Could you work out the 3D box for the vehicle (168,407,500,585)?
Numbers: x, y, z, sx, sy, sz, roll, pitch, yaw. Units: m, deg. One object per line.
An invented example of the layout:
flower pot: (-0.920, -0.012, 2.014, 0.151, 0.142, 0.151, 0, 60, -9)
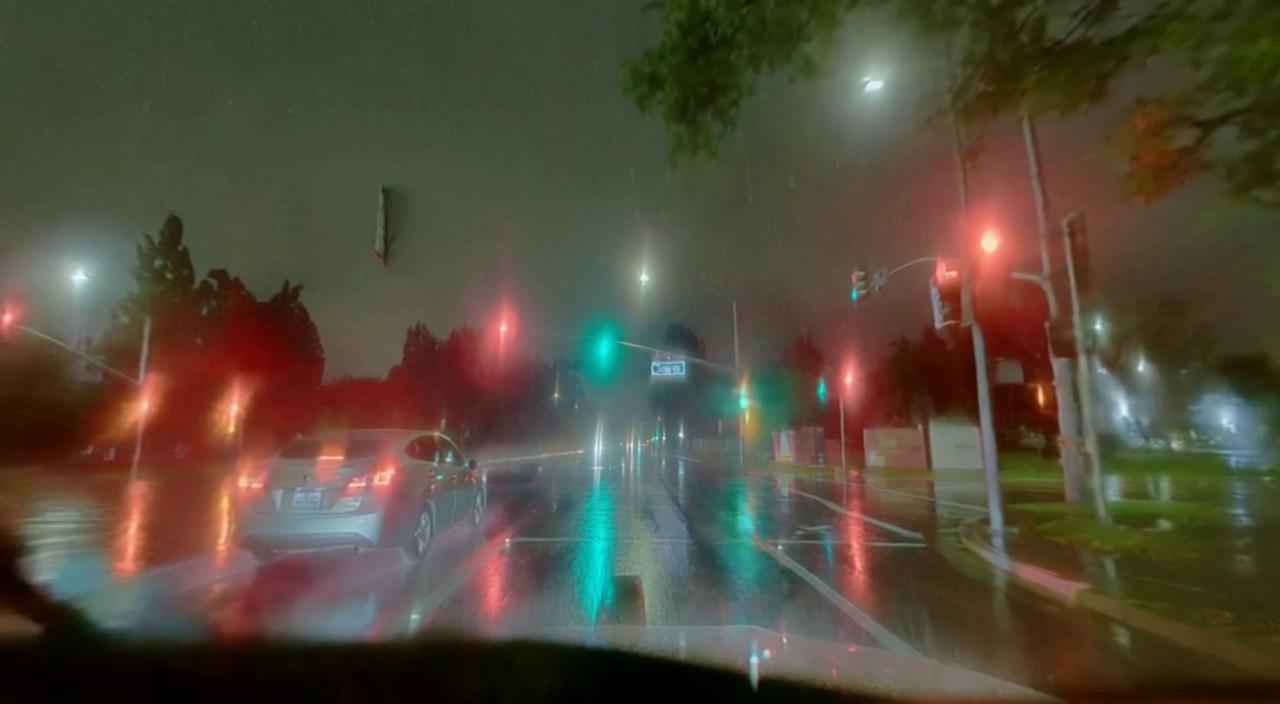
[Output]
vehicle: (-3.276, 1.640, 8.050, 2.076, 1.599, 4.483, 0, -8, -2)
